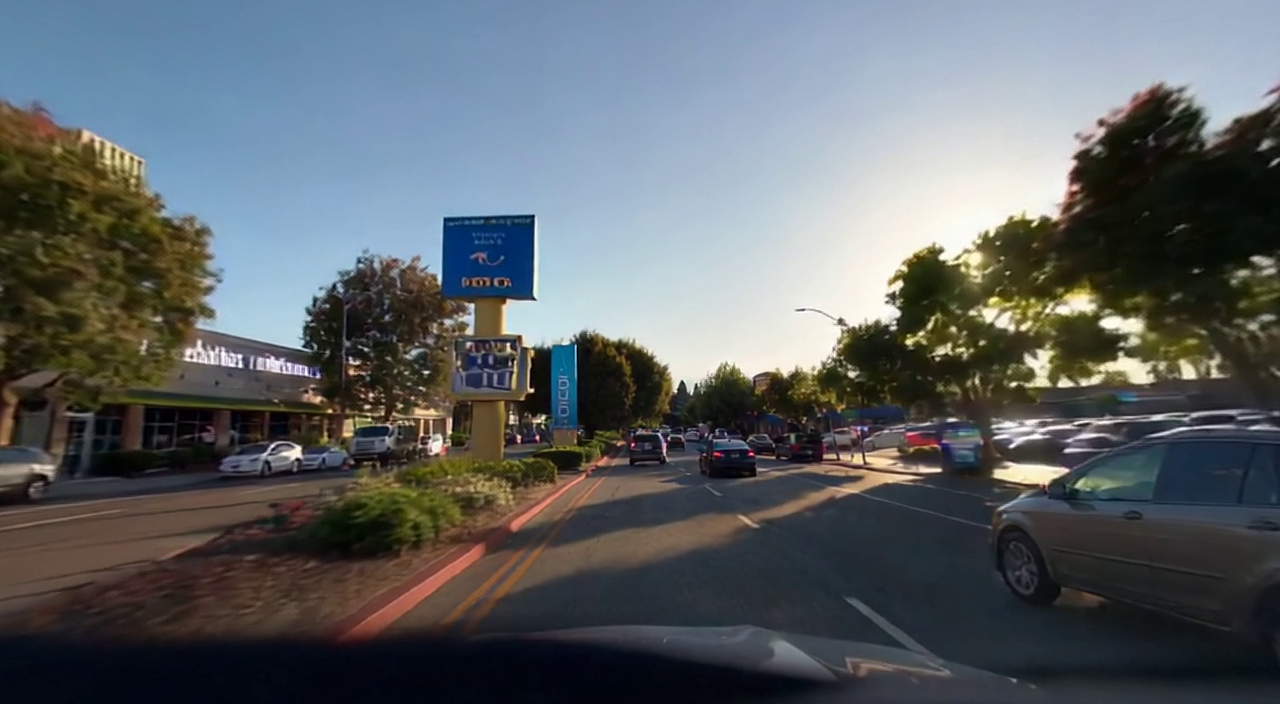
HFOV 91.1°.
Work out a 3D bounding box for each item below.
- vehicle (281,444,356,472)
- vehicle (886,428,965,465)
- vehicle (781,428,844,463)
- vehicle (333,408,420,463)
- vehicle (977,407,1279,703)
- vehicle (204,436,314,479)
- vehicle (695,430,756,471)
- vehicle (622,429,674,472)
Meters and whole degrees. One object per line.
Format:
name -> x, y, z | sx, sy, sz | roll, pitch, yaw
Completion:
vehicle -> -18.852, 6.216, 37.146 | 1.883, 1.488, 5.224 | 0, -8, -2
vehicle -> 15.279, 5.096, 33.966 | 2.012, 1.817, 4.970 | 0, -8, 1
vehicle -> 10.481, 5.769, 38.687 | 2.318, 1.974, 5.282 | 0, -8, 0
vehicle -> -18.629, 6.039, 45.013 | 2.811, 3.604, 7.566 | 0, -8, 1
vehicle -> 3.781, 1.009, 2.930 | 1.908, 1.463, 4.506 | 0, -8, 0
vehicle -> -18.972, 5.257, 31.621 | 2.286, 1.968, 5.350 | 0, -8, -2
vehicle -> 3.697, 4.364, 27.925 | 2.115, 1.692, 4.189 | 0, -8, 0
vehicle -> 0.331, 4.263, 27.283 | 2.098, 1.682, 3.778 | 0, -8, 1
